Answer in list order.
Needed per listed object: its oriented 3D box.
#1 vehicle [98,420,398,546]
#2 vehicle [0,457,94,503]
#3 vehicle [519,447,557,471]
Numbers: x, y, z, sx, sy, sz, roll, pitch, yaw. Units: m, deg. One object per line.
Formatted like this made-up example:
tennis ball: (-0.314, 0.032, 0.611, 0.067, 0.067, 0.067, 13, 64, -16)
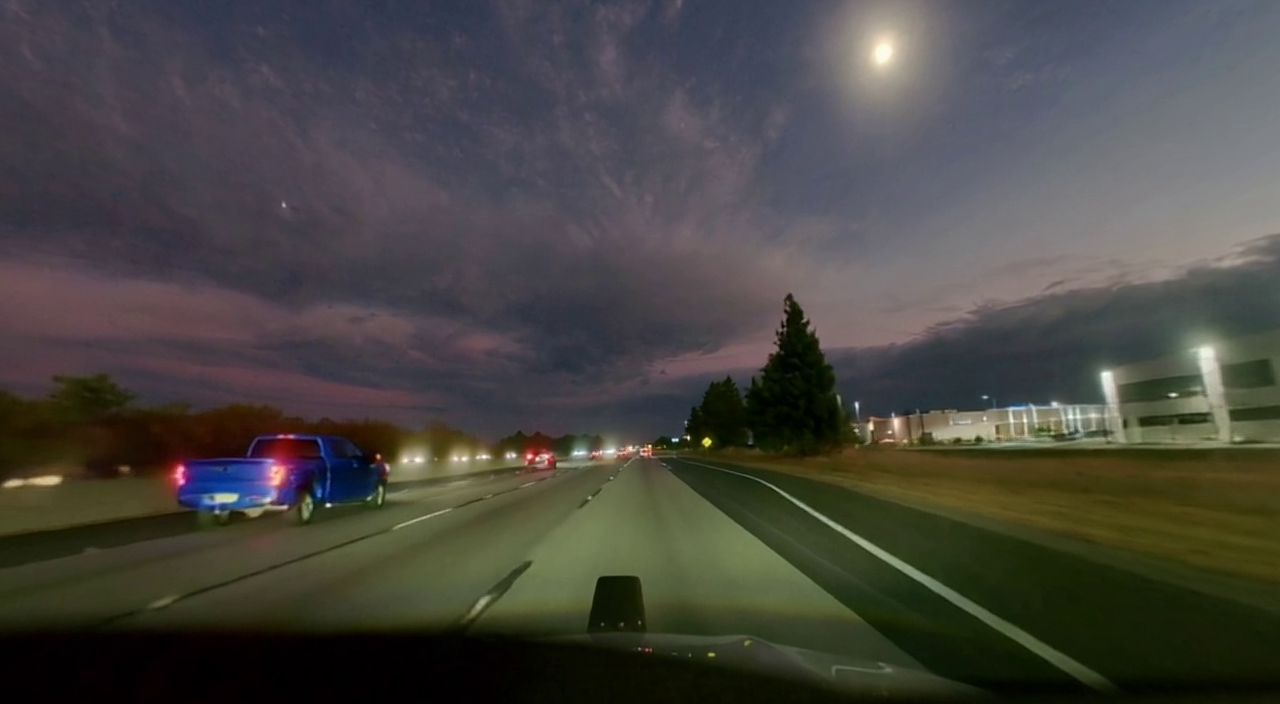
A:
vehicle: (-7.139, 2.442, 12.668, 2.156, 1.911, 5.956, 0, -8, 1)
vehicle: (-25.236, 5.181, 25.841, 1.961, 1.629, 4.138, 0, -8, 0)
vehicle: (-7.391, 7.783, 46.111, 2.021, 1.699, 4.324, 0, -8, 1)
